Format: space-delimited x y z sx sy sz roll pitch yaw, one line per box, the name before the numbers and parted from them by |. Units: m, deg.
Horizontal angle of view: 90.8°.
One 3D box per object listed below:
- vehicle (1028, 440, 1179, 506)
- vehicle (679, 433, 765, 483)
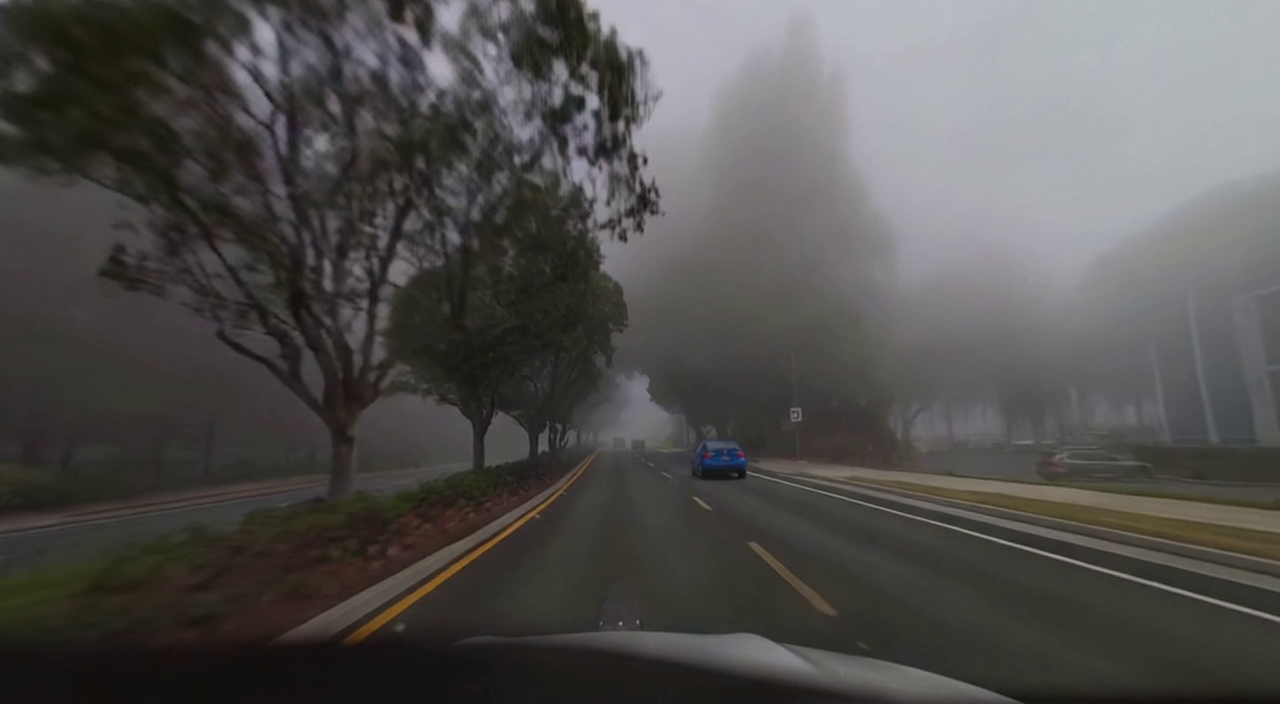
vehicle | 20.877 5.521 28.687 5.101 1.694 2.158 10 -23 1
vehicle | 2.607 3.494 21.223 2.114 1.493 4.430 0 -8 -2
